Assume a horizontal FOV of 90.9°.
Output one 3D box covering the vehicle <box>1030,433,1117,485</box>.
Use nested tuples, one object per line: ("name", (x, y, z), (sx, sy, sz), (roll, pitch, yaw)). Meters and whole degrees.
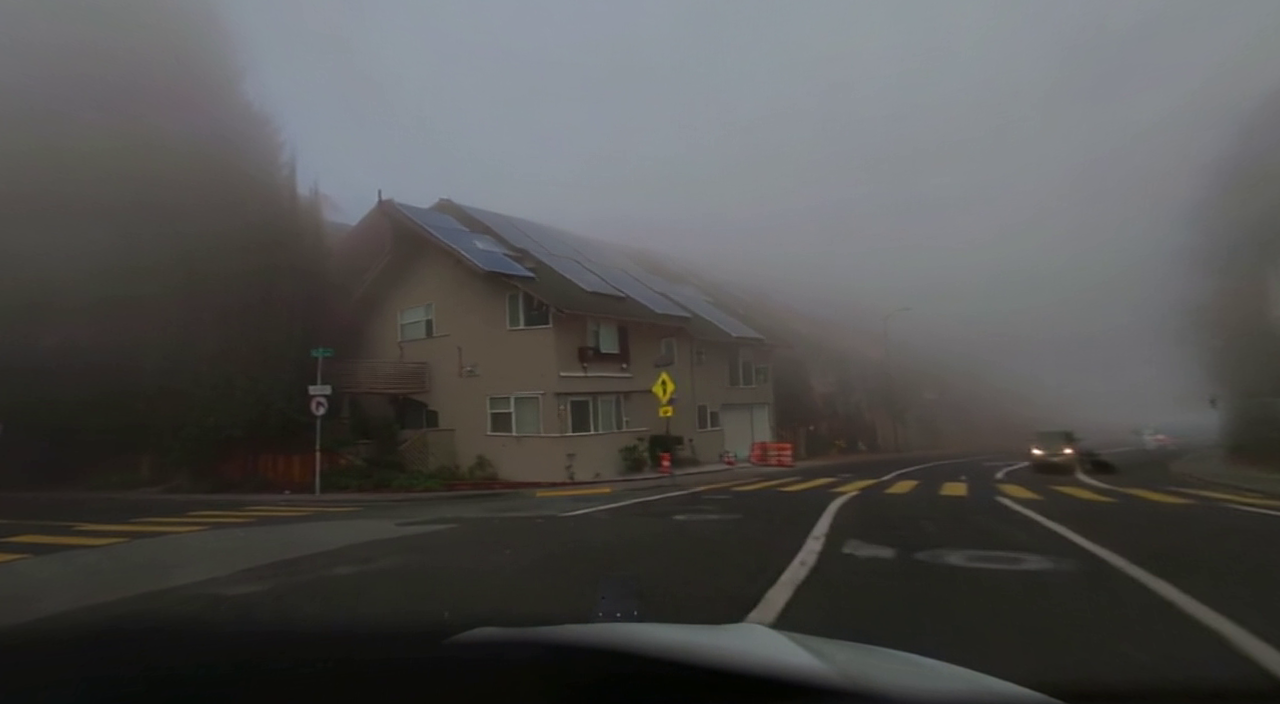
("vehicle", (13.693, 3.347, 20.037), (1.966, 1.455, 4.075), (-5, -9, 33))
